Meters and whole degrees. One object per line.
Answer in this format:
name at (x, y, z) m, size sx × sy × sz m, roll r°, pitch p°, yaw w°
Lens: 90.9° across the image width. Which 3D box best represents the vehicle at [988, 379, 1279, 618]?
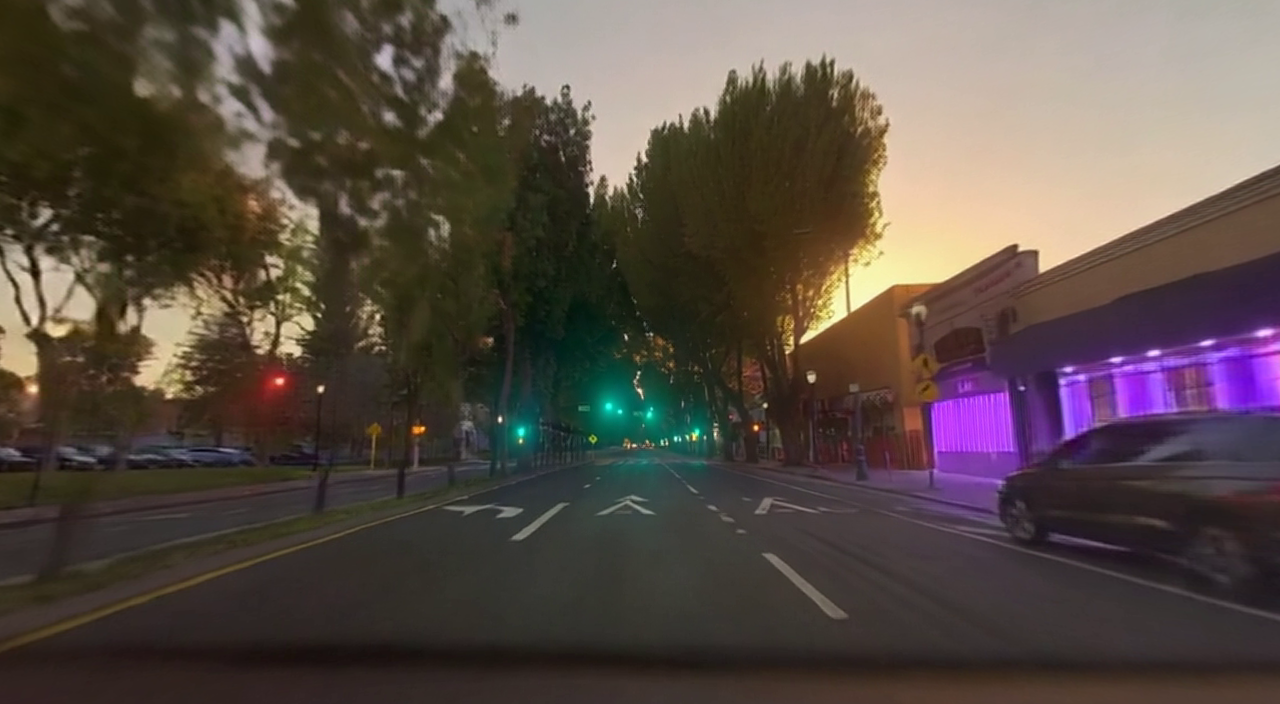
vehicle at (6.123, 1.386, 6.460) m, size 2.112 × 1.894 × 4.910 m, roll 0°, pitch -9°, yaw -2°
